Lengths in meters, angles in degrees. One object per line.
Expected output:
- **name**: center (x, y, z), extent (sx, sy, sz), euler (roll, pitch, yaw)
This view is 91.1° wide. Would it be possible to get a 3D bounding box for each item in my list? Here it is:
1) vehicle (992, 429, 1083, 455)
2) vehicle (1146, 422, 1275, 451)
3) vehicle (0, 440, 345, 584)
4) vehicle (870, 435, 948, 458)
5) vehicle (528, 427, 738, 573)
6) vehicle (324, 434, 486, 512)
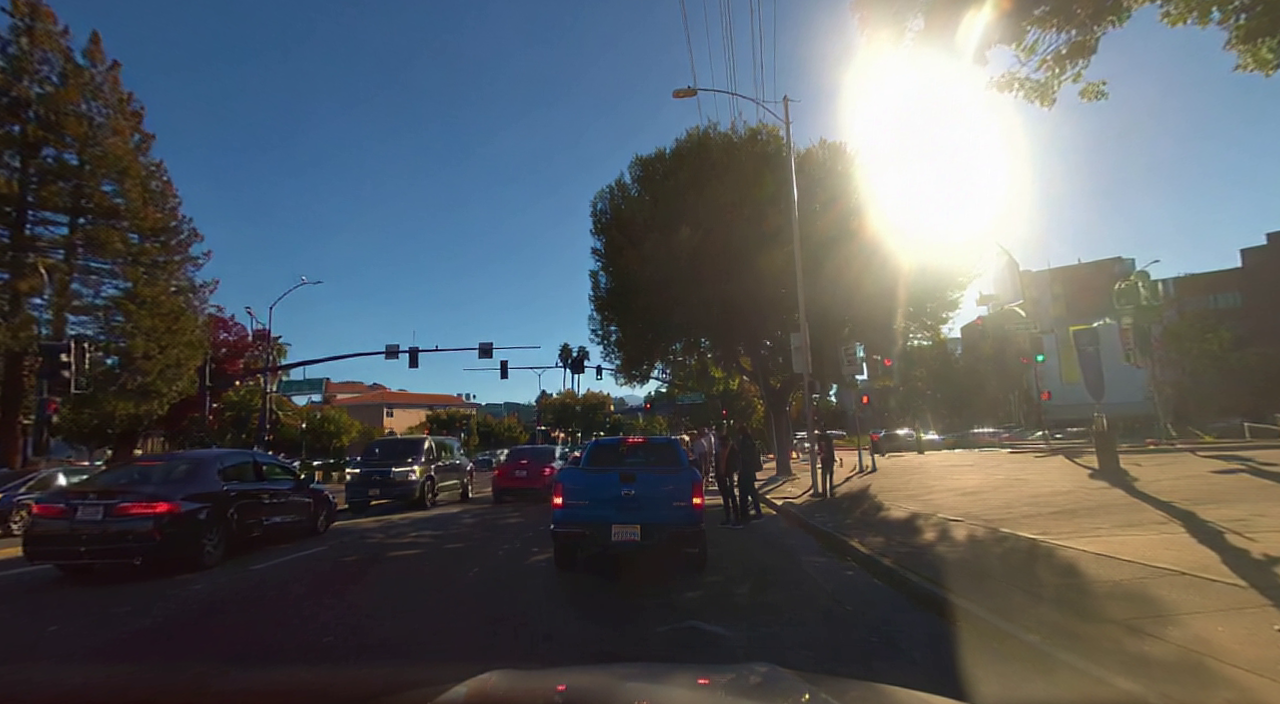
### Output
- **vehicle**: center (23.788, 5.436, 37.754), extent (4.454, 1.440, 1.816), euler (-5, -10, 30)
- **vehicle**: center (30.521, 4.589, 33.811), extent (4.739, 1.472, 1.804), euler (-5, -10, 29)
- **vehicle**: center (-6.343, 2.062, 9.021), extent (1.948, 1.530, 4.283), euler (0, -9, 3)
- **vehicle**: center (17.575, 6.191, 41.099), extent (4.441, 1.452, 1.798), euler (-5, -10, 30)
- **vehicle**: center (-0.051, 1.861, 8.679), extent (2.182, 1.501, 4.150), euler (0, -9, 1)
- **vehicle**: center (-6.166, 3.225, 17.351), extent (2.230, 1.811, 5.183), euler (-1, -9, 3)
